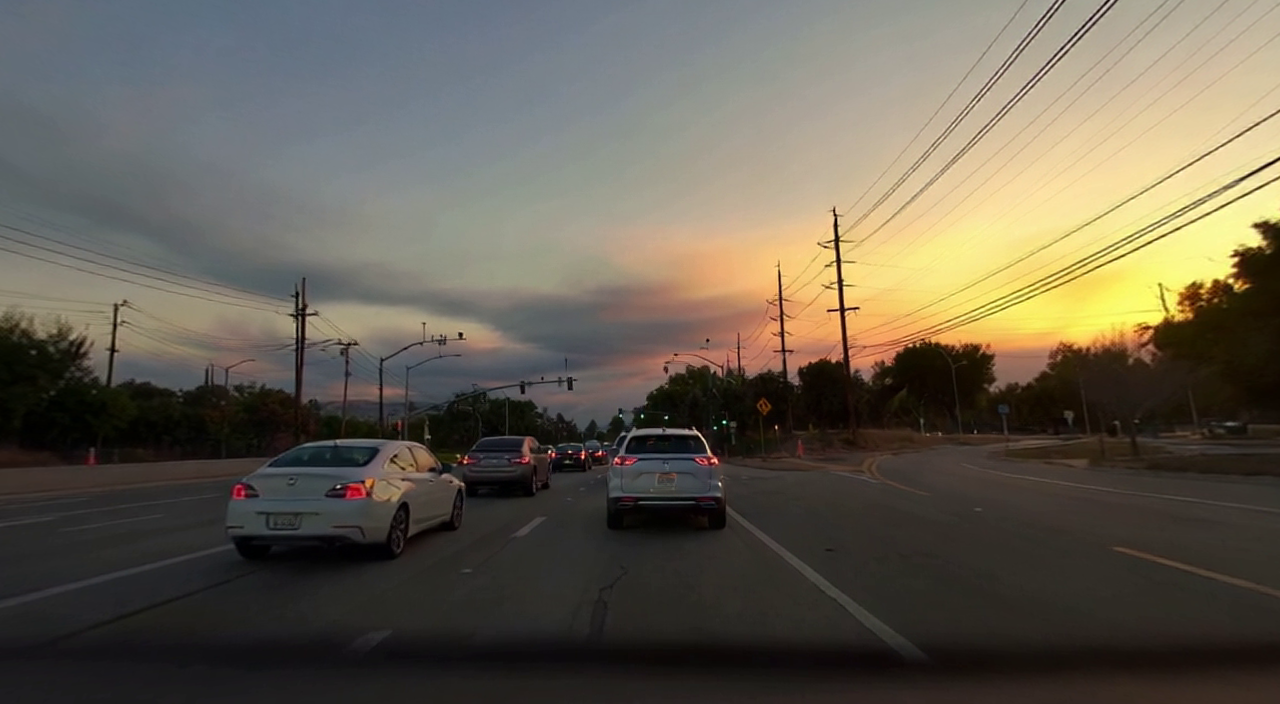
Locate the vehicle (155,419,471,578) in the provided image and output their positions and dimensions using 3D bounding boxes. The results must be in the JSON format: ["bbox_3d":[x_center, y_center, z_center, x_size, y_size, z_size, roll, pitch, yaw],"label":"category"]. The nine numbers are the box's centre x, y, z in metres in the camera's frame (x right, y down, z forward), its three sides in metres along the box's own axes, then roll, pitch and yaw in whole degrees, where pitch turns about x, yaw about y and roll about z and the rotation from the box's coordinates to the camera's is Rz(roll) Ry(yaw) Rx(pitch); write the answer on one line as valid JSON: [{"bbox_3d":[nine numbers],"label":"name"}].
[{"bbox_3d":[-3.806,1.765,8.346,1.999,1.563,4.007,0,-9,0],"label":"vehicle"}]

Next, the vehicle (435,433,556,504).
[{"bbox_3d":[-3.634,3.038,16.846,2.018,1.621,4.441,-1,-9,2],"label":"vehicle"}]

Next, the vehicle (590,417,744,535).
[{"bbox_3d":[0.436,2.087,11.116,2.205,1.691,3.937,0,-9,1],"label":"vehicle"}]
